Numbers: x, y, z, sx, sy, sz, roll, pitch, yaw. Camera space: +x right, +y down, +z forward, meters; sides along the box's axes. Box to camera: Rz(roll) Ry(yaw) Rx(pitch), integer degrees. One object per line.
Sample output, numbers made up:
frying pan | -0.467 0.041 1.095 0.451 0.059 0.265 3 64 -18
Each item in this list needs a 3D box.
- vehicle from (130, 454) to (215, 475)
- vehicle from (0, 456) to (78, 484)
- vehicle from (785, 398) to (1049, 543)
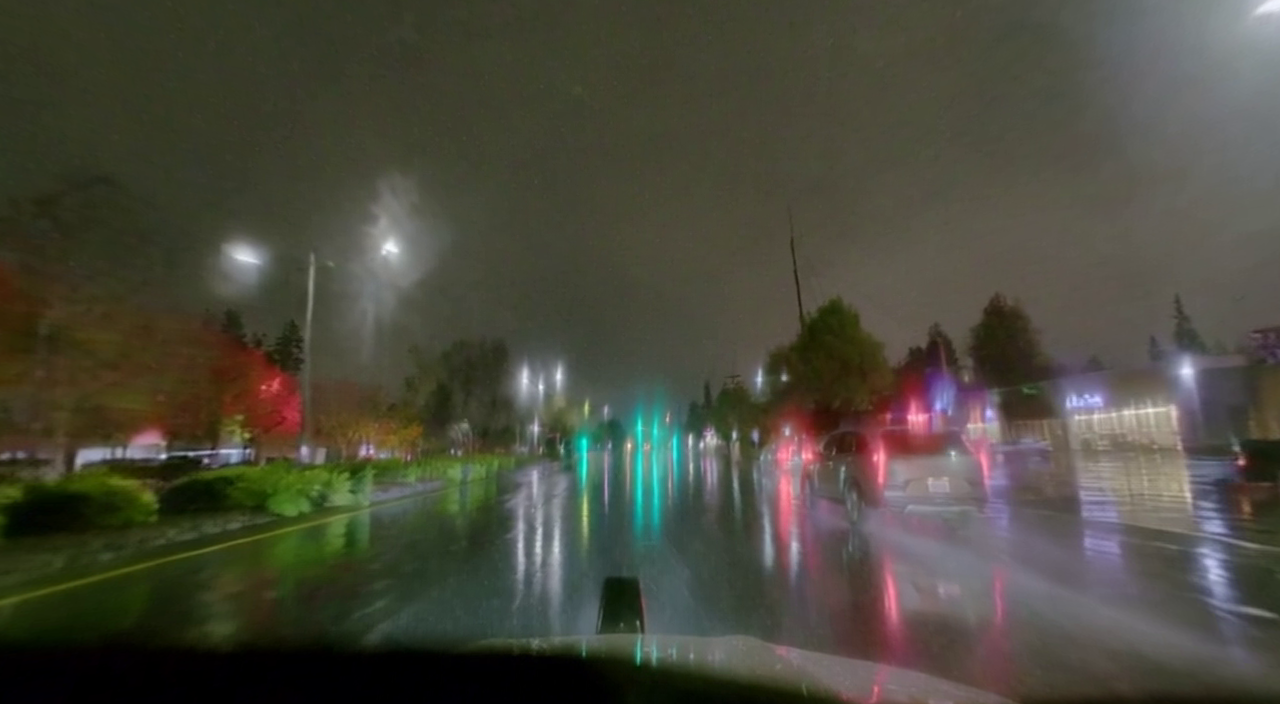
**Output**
vehicle | -32.878 7.892 44.484 4.635 1.422 1.725 -1 -8 3
vehicle | -33.002 6.281 33.637 4.463 1.411 1.779 -1 -8 2
vehicle | 4.377 1.989 11.227 2.185 1.956 5.128 0 -8 -2
